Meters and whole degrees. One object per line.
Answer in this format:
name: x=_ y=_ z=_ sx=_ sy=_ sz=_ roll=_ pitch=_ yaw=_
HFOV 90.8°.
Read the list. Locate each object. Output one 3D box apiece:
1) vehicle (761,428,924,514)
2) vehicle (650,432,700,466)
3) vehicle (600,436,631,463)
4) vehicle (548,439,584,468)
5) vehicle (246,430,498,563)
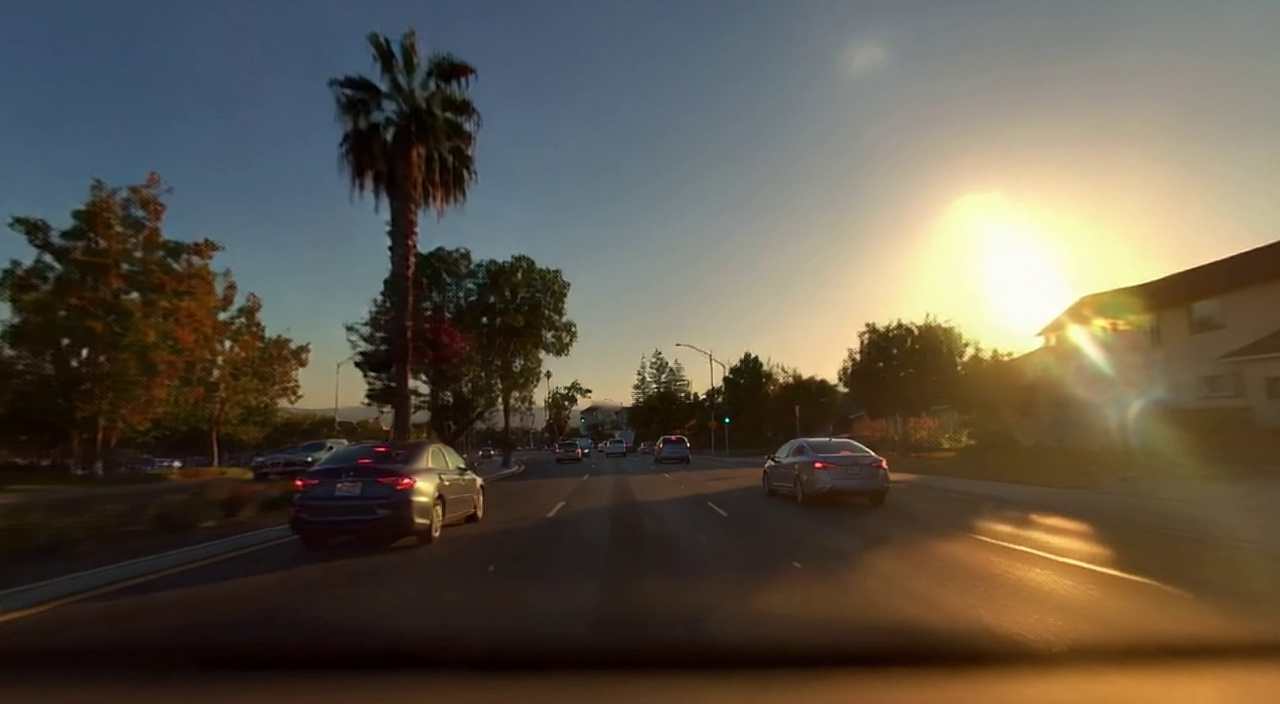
vehicle: x=3.964 y=2.401 z=13.185 sx=1.870 sy=1.491 sz=4.009 roll=0 pitch=-8 yaw=-3
vehicle: x=2.107 y=6.058 z=39.756 sx=2.391 sy=1.960 sz=5.600 roll=0 pitch=-8 yaw=-4
vehicle: x=-1.901 y=7.339 z=47.621 sx=2.164 sy=1.867 sz=4.254 roll=1 pitch=-8 yaw=-5
vehicle: x=-4.309 y=5.986 z=37.349 sx=1.922 sy=1.577 sz=4.140 roll=0 pitch=-8 yaw=-4
vehicle: x=-3.507 y=1.948 z=9.300 sx=1.924 sy=1.473 sz=4.200 roll=0 pitch=-8 yaw=-1
